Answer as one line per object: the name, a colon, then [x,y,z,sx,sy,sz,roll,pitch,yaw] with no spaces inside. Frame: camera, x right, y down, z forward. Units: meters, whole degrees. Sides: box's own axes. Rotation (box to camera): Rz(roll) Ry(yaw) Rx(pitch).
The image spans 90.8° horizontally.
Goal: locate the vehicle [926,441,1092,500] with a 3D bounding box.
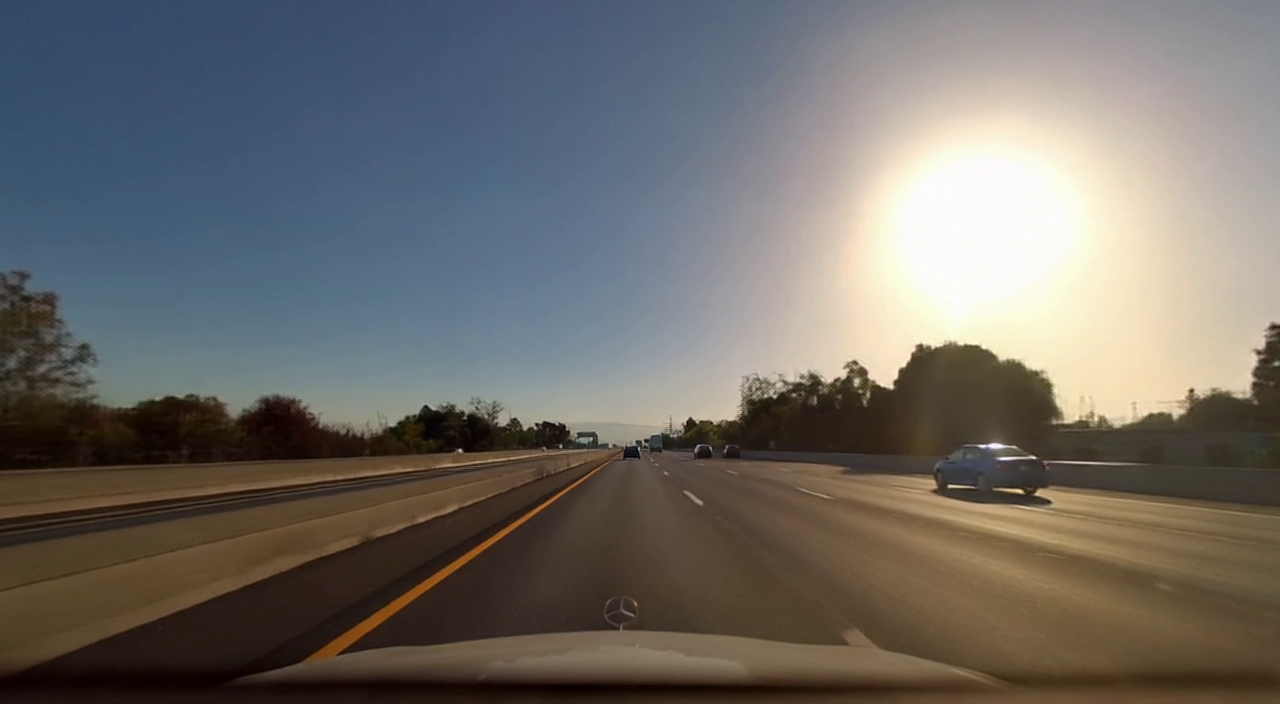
vehicle: [10.655,3.404,18.797,2.024,1.481,4.747,1,-8,-1]
